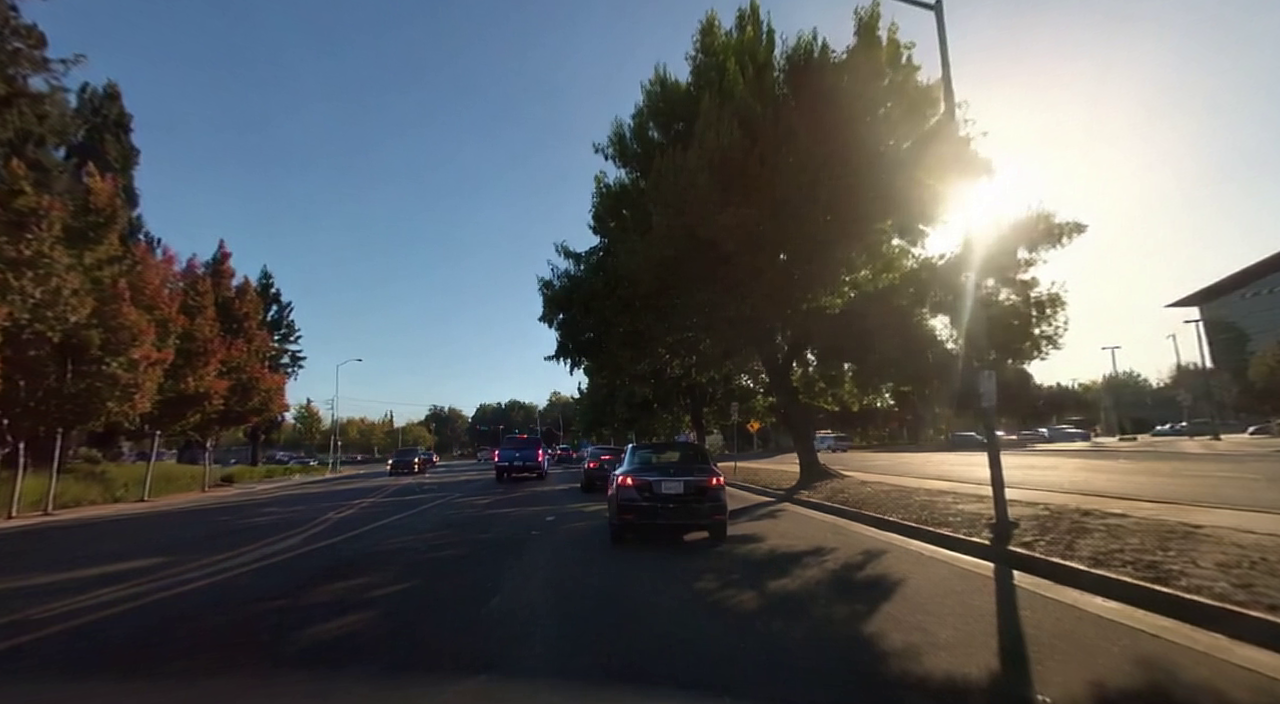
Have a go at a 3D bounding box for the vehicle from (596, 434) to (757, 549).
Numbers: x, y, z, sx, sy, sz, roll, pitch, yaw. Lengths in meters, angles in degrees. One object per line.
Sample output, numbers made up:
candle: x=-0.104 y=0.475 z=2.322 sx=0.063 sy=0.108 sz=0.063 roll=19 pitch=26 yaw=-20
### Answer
vehicle: x=0.362 y=2.202 z=10.656 sx=2.142 sy=1.528 sz=4.133 roll=1 pitch=-9 yaw=-5

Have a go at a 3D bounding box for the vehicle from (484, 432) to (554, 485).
vehicle: x=-5.037 y=4.537 z=27.183 sx=2.512 sy=1.992 sz=5.725 roll=1 pitch=-9 yaw=-7
